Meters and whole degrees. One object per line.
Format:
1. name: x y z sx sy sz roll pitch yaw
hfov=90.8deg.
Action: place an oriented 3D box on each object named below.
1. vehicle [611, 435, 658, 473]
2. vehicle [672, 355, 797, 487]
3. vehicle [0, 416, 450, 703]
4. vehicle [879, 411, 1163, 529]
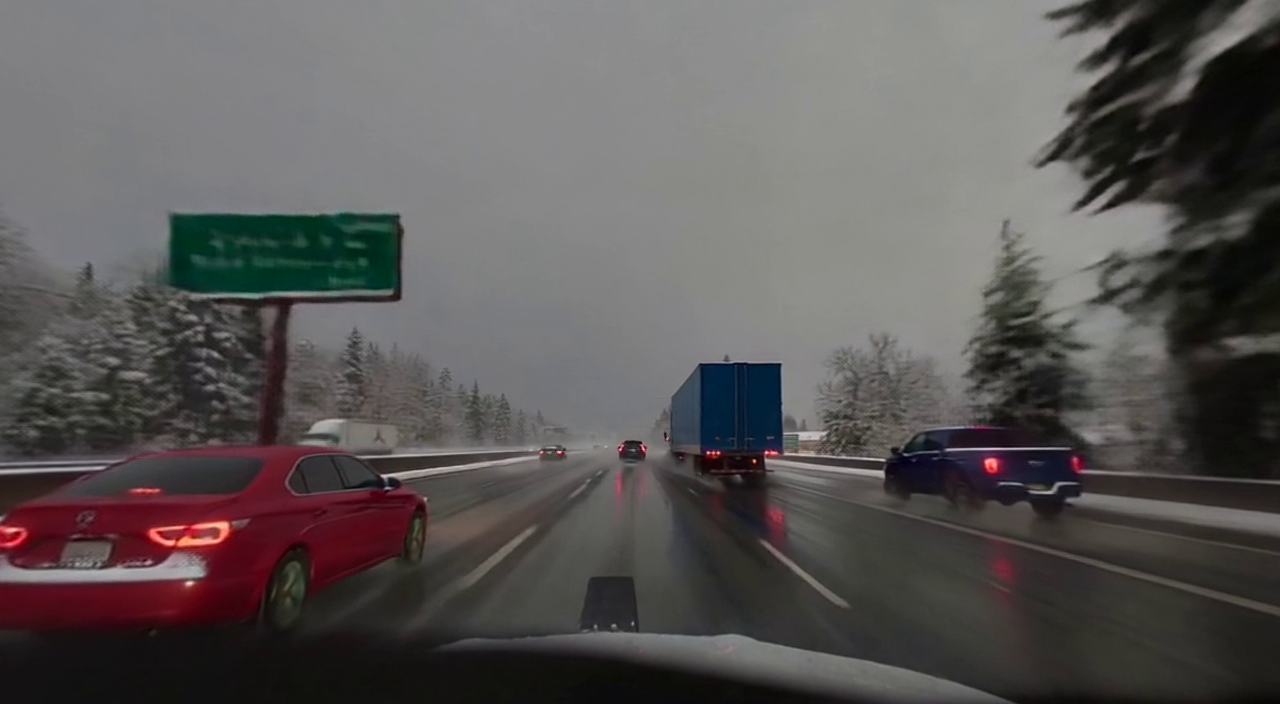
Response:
1. vehicle: -0.297 5.199 32.366 2.203 1.805 4.358 0 -9 -1
2. vehicle: 3.306 3.270 27.193 2.876 4.086 15.117 0 -9 -1
3. vehicle: -3.140 1.333 4.988 1.864 1.406 4.544 0 -9 0
4. vehicle: 6.877 2.229 12.454 2.106 1.795 5.489 0 -9 -1
